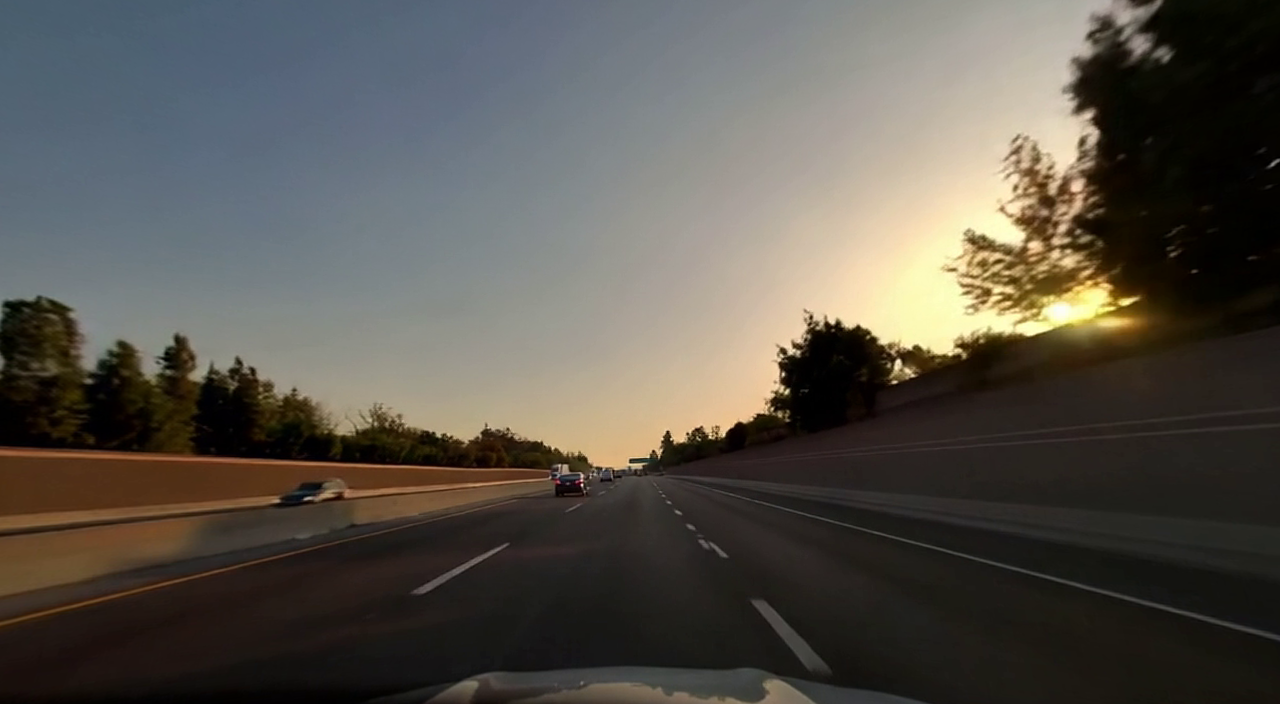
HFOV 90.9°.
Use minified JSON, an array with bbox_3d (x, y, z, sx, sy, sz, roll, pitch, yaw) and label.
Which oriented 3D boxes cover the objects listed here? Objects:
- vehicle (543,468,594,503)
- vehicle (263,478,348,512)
[{"bbox_3d":[-3.268,6.182,29.393,1.863,1.486,3.852,1,-10,0],"label":"vehicle"},{"bbox_3d":[-16.625,7.111,31.616,1.788,1.463,4.519,1,-11,0],"label":"vehicle"}]
